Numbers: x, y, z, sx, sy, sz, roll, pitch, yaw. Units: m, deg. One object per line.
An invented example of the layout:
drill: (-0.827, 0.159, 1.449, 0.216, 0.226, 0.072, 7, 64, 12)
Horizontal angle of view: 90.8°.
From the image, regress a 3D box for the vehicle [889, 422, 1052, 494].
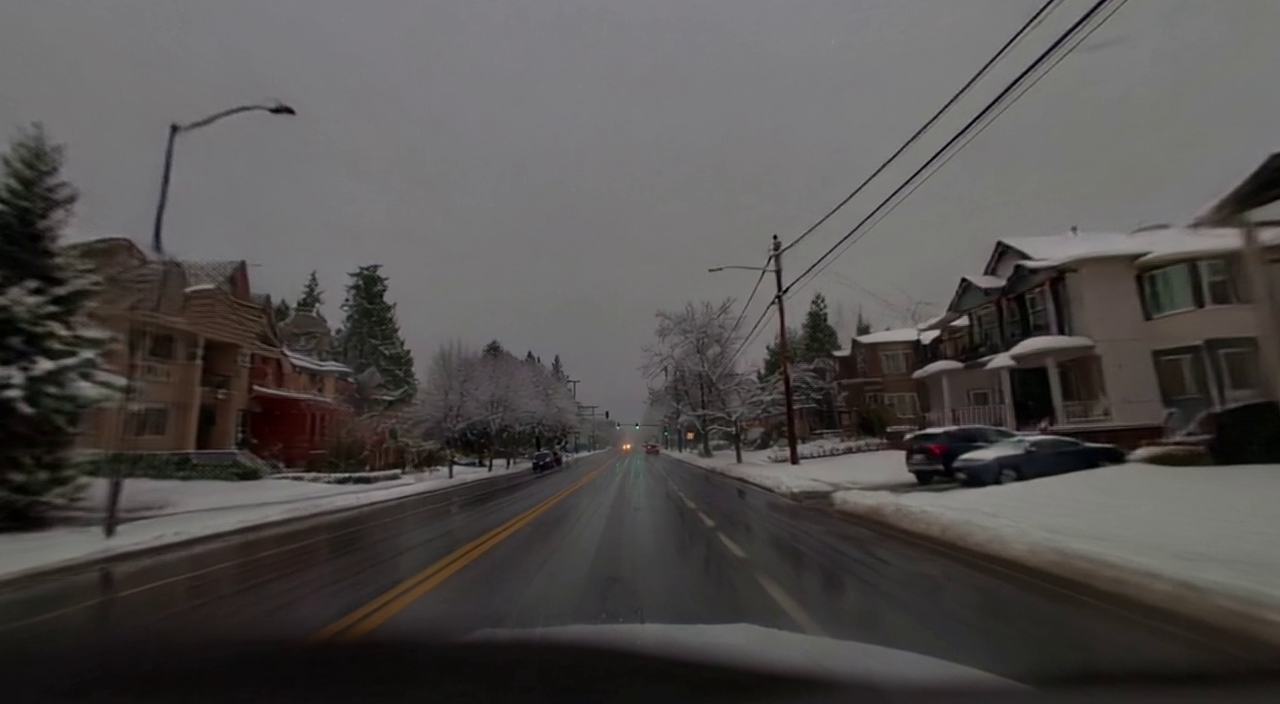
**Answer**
vehicle: (9.230, 3.026, 18.258, 2.121, 1.785, 4.693, 0, -9, 0)

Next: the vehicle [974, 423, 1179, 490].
vehicle: (12.031, 2.943, 17.991, 2.181, 1.530, 4.867, -2, -9, -3)
